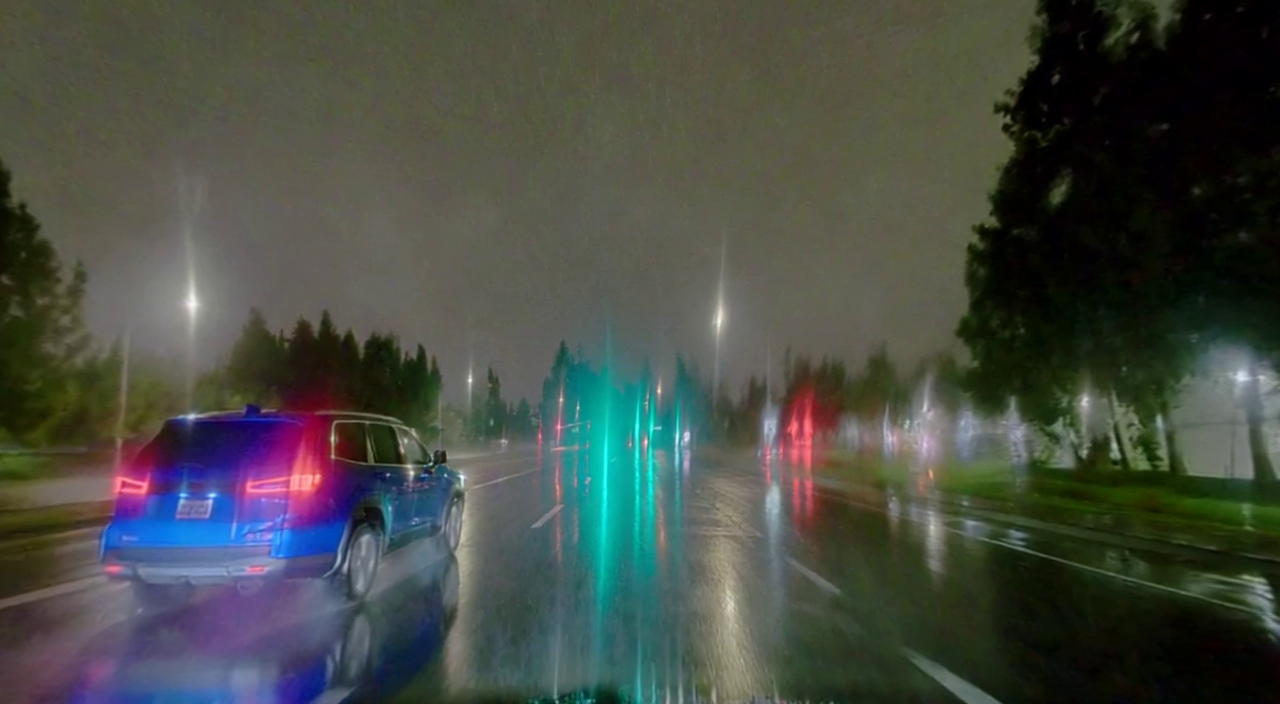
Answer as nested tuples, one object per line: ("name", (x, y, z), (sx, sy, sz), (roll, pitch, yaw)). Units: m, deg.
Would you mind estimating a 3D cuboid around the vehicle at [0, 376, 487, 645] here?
("vehicle", (-3.147, 1.339, 6.337), (2.033, 1.713, 4.503), (0, -8, 0))
